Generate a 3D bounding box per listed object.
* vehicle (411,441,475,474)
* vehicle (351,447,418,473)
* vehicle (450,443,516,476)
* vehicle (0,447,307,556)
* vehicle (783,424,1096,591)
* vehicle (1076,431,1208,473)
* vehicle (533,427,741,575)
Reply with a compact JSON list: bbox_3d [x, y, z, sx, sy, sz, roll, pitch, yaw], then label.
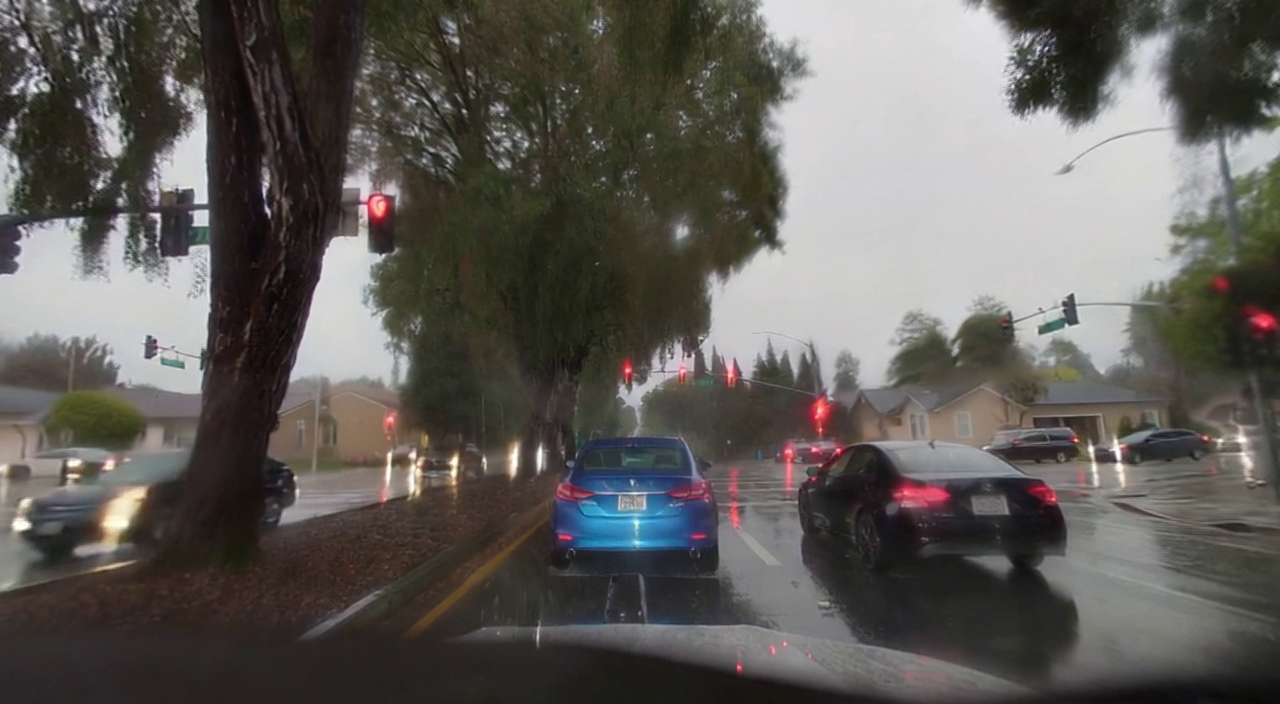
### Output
[{"bbox_3d":[-10.675,5.741,34.617,1.973,1.669,4.434,0,-8,1],"label":"vehicle"},{"bbox_3d":[-17.381,7.319,43.280,1.893,1.658,4.474,-2,-9,14],"label":"vehicle"},{"bbox_3d":[-7.567,5.210,30.970,2.003,1.480,4.633,0,-8,0],"label":"vehicle"},{"bbox_3d":[-7.599,2.254,10.307,2.040,1.374,4.150,0,-8,0],"label":"vehicle"},{"bbox_3d":[3.210,1.732,7.889,1.913,1.505,4.097,0,-8,1],"label":"vehicle"},{"bbox_3d":[23.985,4.787,30.315,4.520,1.762,2.005,-2,-8,-1],"label":"vehicle"},{"bbox_3d":[-0.056,1.816,8.509,2.103,1.478,4.073,0,-8,-1],"label":"vehicle"}]
